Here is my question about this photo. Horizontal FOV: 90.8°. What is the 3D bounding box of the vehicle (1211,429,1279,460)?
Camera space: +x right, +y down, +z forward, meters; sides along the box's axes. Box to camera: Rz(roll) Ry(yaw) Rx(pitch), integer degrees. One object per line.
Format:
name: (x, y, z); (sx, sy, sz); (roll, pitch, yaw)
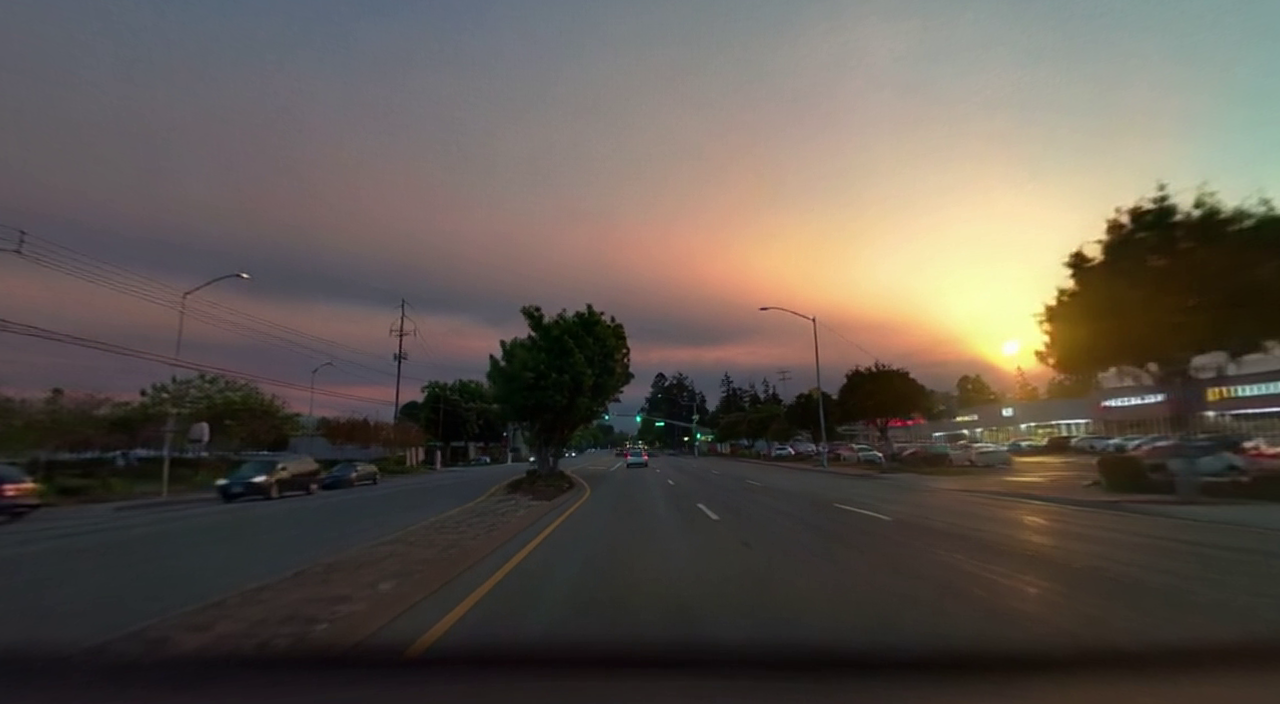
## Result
vehicle: (37.813, 5.601, 38.225); (4.379, 1.756, 2.053); (0, -9, 0)

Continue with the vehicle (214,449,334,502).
vehicle: (-14.493, 4.848, 25.420); (2.046, 1.900, 4.689); (0, -9, -1)

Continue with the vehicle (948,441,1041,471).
vehicle: (19.356, 5.642, 34.439); (4.731, 1.535, 2.079); (4, -10, -27)

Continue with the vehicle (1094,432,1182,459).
vehicle: (38.098, 7.142, 48.401); (4.809, 1.814, 2.098); (-2, -8, 3)

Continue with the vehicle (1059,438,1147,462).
vehicle: (31.735, 6.725, 43.400); (4.446, 1.560, 1.943); (0, -9, 3)

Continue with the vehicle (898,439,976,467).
vehicle: (19.118, 6.480, 40.634); (4.630, 1.704, 2.063); (4, -10, -27)

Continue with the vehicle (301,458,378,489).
vehicle: (-16.745, 6.766, 35.476); (1.888, 1.591, 4.431); (-1, -9, 3)
